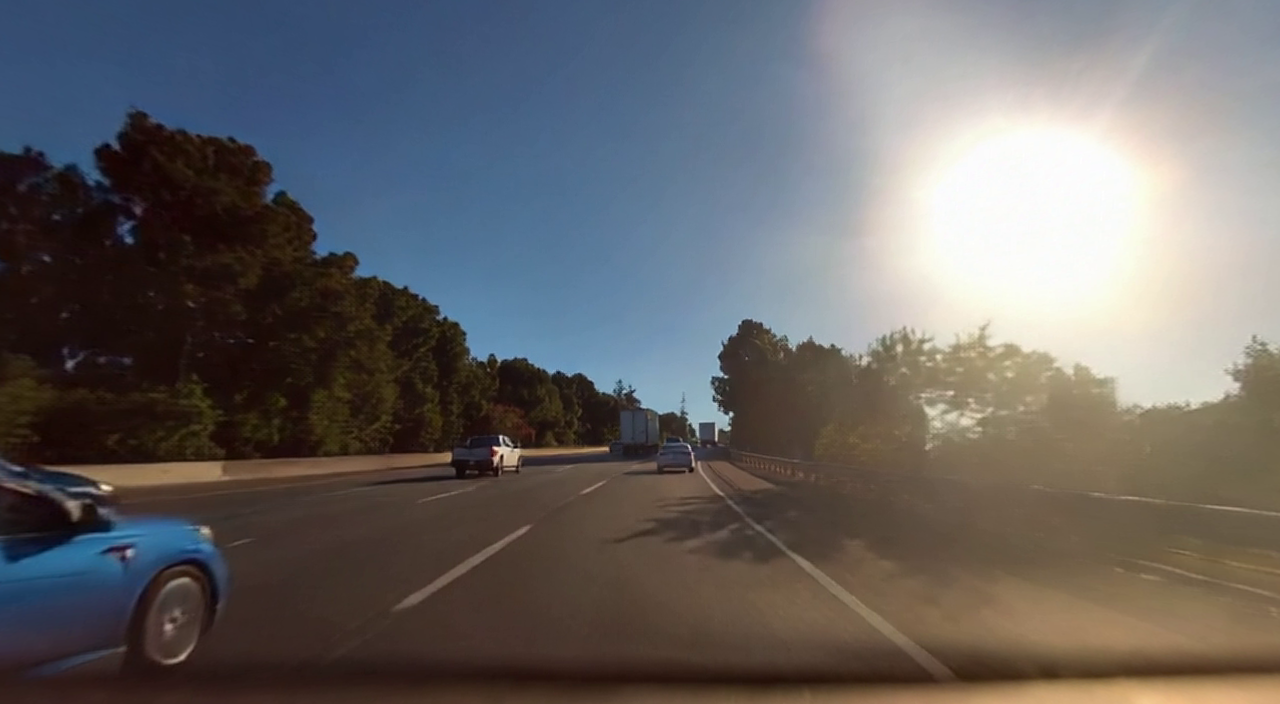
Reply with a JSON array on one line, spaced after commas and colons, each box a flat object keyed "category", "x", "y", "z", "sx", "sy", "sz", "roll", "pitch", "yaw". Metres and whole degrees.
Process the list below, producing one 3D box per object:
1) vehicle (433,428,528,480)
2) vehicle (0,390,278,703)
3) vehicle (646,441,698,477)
[{"category": "vehicle", "x": -6.118, "y": 4.000, "z": 24.911, "sx": 2.142, "sy": 1.833, "sz": 4.854, "roll": -1, "pitch": -8, "yaw": 4}, {"category": "vehicle", "x": -3.596, "y": 0.830, "z": 2.082, "sx": 1.916, "sy": 1.486, "sz": 4.631, "roll": 0, "pitch": -8, "yaw": 2}, {"category": "vehicle", "x": 1.322, "y": 4.362, "z": 26.051, "sx": 1.984, "sy": 1.365, "sz": 3.767, "roll": 0, "pitch": -8, "yaw": 3}]
